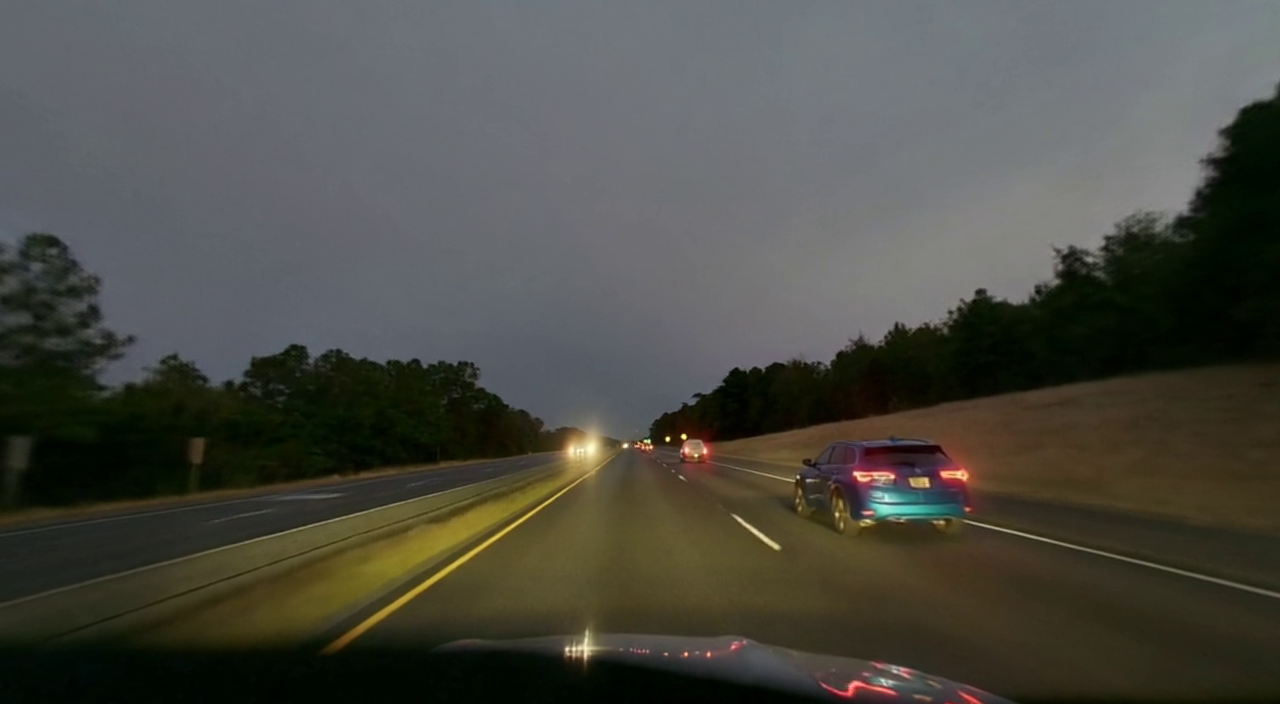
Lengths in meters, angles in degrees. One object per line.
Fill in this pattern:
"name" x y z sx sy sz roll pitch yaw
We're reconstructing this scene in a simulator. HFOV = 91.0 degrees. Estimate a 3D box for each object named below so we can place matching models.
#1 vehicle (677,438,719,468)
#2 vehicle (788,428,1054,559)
"vehicle" 3.393 5.995 37.567 2.043 1.673 4.016 0 -8 -2
"vehicle" 3.828 1.972 9.589 1.999 1.501 4.221 0 -8 -2
